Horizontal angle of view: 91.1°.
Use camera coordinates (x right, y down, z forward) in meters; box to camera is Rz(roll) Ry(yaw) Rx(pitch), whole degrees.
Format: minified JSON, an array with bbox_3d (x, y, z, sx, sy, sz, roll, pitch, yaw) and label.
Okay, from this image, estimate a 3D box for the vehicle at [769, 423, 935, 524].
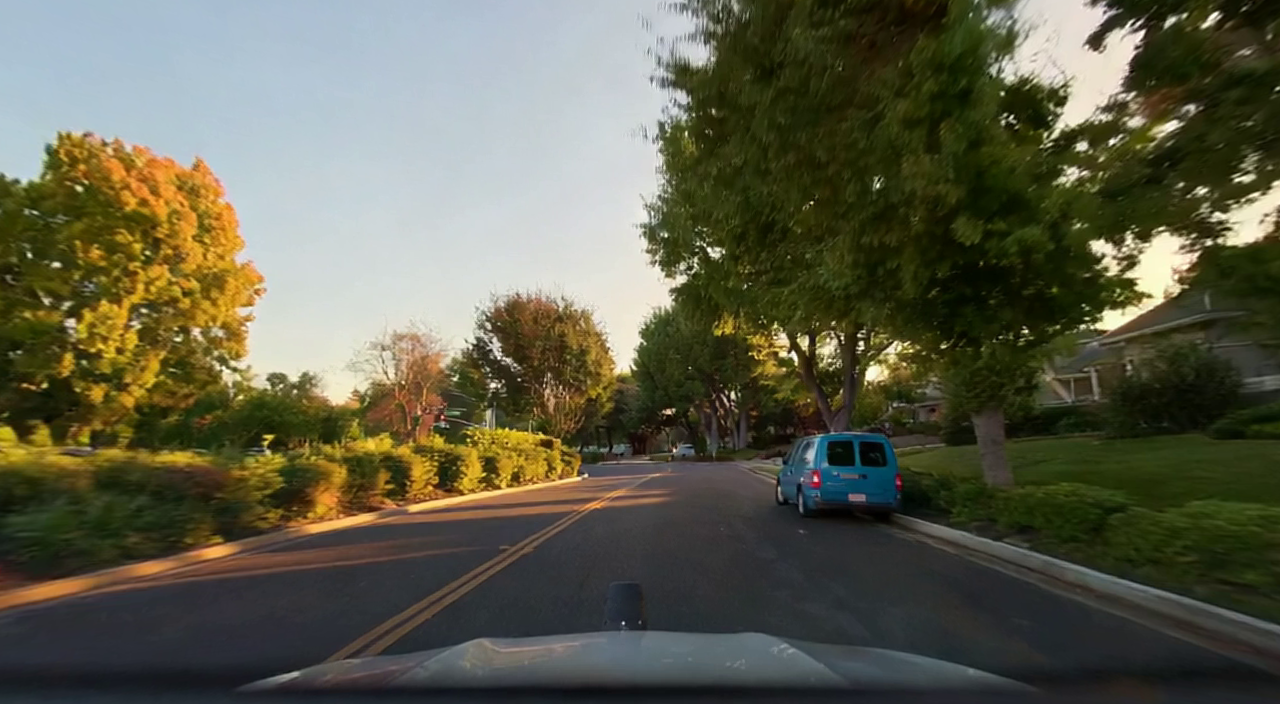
[{"bbox_3d":[4.426,2.621,14.100,2.323,1.849,4.691,0,-9,3],"label":"vehicle"}]
